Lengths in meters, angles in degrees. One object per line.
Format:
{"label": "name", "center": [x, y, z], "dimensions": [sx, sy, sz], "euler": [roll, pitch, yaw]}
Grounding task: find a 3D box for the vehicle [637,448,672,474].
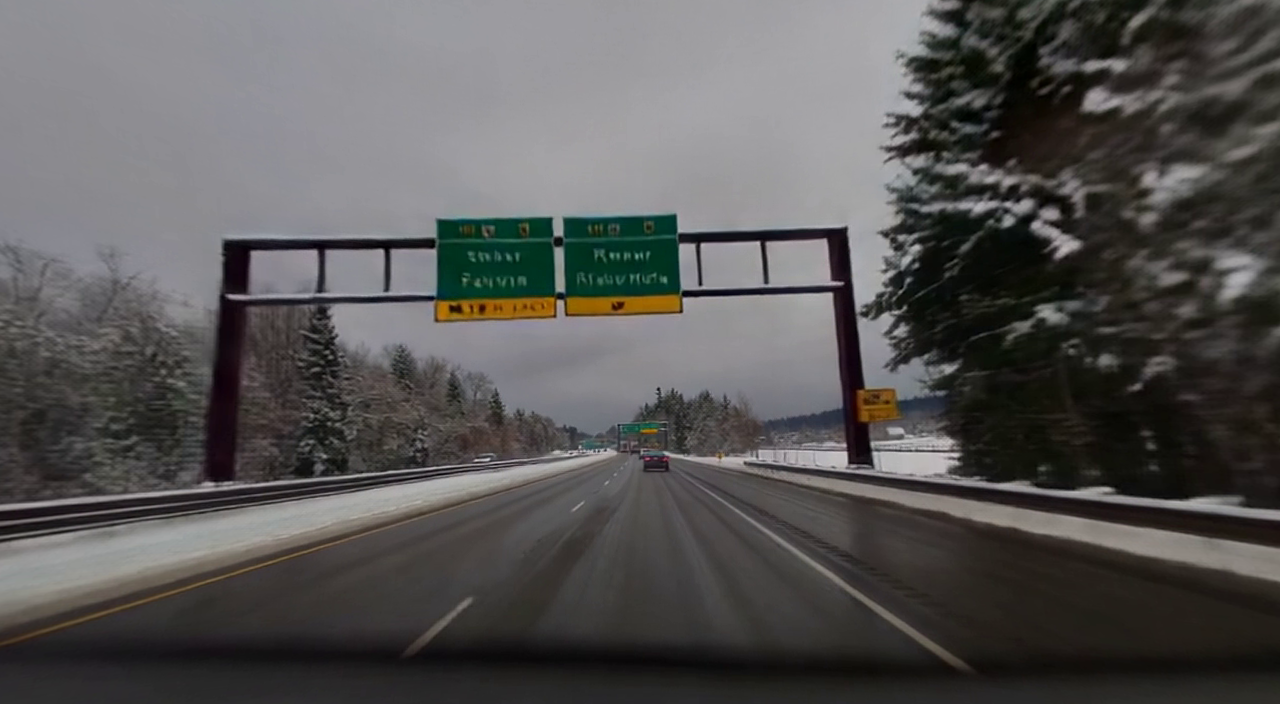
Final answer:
{"label": "vehicle", "center": [0.836, 6.708, 38.903], "dimensions": [2.036, 1.457, 3.471], "euler": [0, -9, -1]}
